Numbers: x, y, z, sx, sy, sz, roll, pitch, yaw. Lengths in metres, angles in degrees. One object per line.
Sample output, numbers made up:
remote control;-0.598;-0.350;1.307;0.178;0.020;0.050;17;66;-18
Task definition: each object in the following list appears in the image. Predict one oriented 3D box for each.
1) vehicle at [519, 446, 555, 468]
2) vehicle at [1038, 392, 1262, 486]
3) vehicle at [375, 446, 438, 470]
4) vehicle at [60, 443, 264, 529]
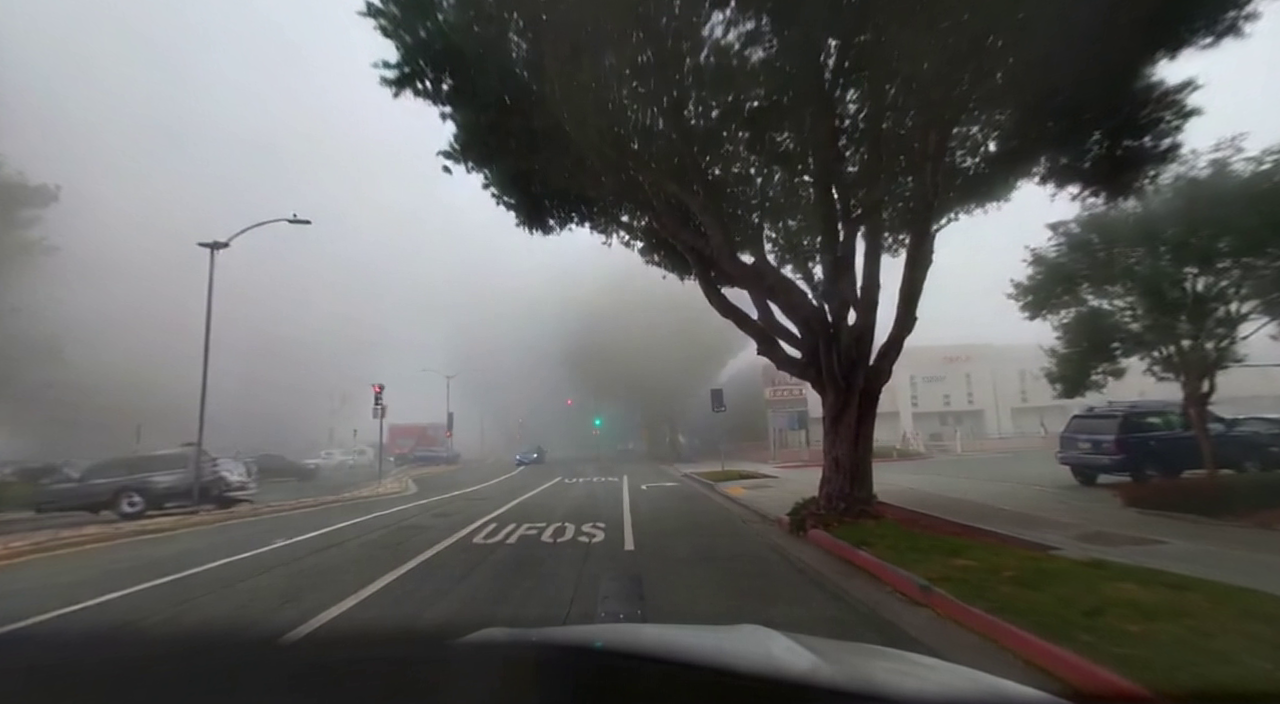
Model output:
vehicle;-7.389;7.596;45.819;1.899;1.517;4.384;0;-8;0
vehicle;12.649;2.240;16.170;2.112;2.050;4.327;-1;-8;2
vehicle;-17.945;8.168;48.789;2.101;1.721;4.587;-3;-9;18
vehicle;-12.782;3.536;17.349;2.000;2.008;4.287;-1;-8;3
